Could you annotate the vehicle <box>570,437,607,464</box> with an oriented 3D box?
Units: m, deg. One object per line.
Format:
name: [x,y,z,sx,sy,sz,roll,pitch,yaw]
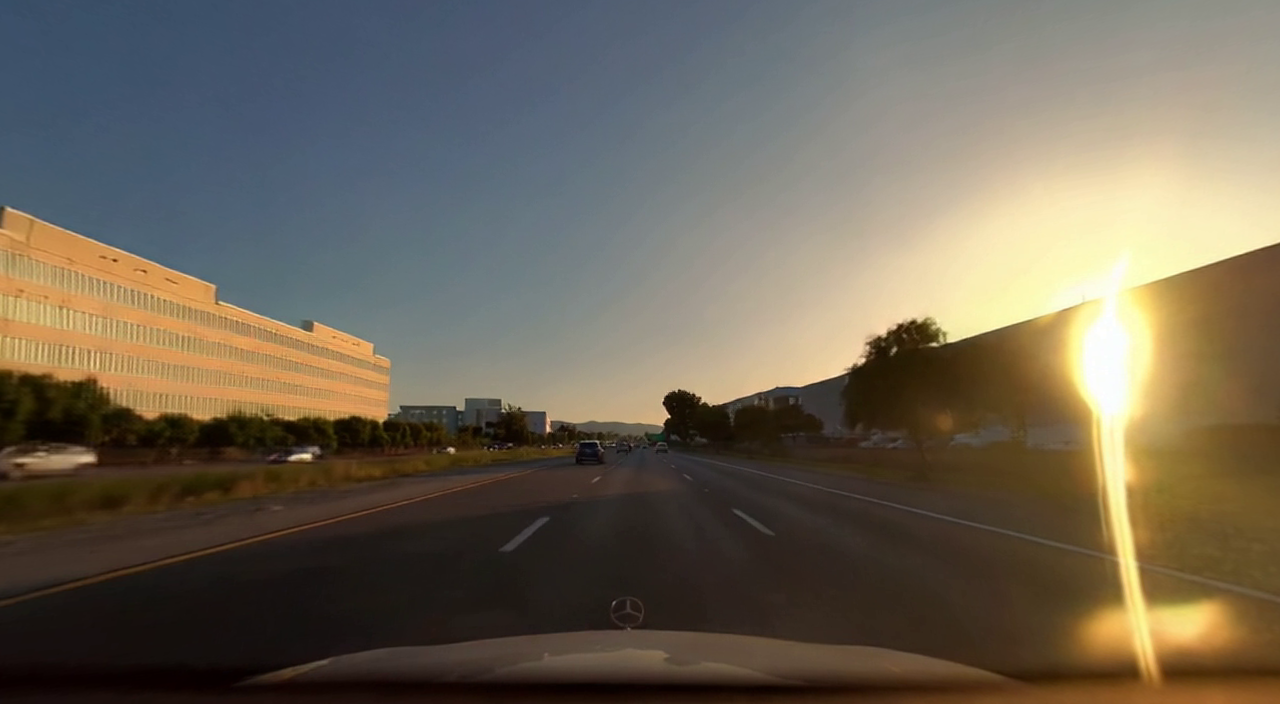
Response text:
vehicle: [-3.642,7.123,45.562,2.218,1.850,4.774,0,-9,1]

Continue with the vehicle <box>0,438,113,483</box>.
vehicle: [-28.213,5.070,29.784,2.108,1.920,5.081,0,-9,0]
